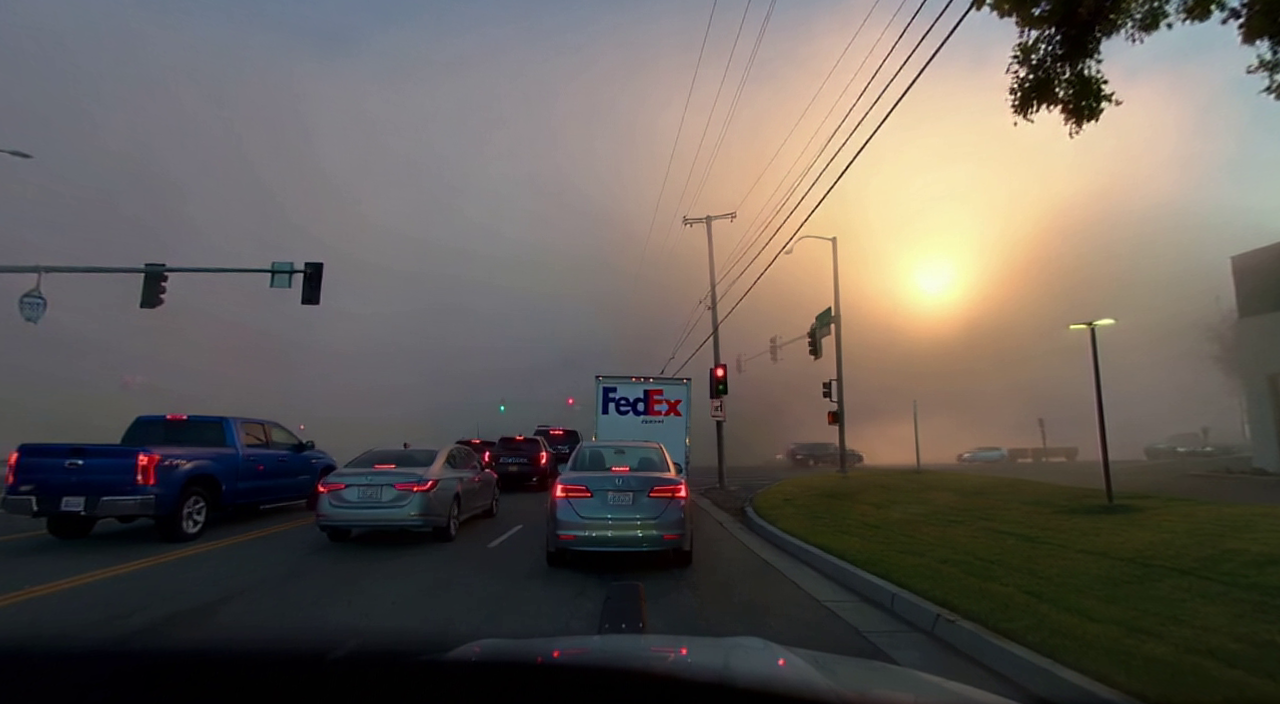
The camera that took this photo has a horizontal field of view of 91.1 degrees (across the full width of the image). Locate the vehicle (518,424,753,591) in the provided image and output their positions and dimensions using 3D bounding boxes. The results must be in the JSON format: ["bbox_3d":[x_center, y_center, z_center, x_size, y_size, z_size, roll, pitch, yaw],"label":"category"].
[{"bbox_3d":[-0.045,1.746,7.949,2.145,1.513,4.269,0,-9,0],"label":"vehicle"}]

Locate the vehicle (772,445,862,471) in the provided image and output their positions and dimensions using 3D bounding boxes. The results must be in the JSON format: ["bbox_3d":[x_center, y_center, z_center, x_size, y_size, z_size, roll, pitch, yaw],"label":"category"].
[{"bbox_3d":[10.351,6.222,37.068,4.794,1.481,1.968,-1,-9,7],"label":"vehicle"}]

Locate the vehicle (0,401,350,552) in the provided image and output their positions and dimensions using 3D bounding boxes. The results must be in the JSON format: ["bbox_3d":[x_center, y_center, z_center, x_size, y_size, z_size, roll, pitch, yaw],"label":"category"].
[{"bbox_3d":[-7.274,1.985,10.731,2.125,1.893,5.498,0,-9,-2],"label":"vehicle"}]

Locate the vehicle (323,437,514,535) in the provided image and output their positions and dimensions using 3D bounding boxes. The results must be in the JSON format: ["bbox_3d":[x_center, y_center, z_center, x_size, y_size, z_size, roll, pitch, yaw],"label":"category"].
[{"bbox_3d":[-3.865,2.398,11.942,1.949,1.487,4.390,0,-9,1],"label":"vehicle"}]
